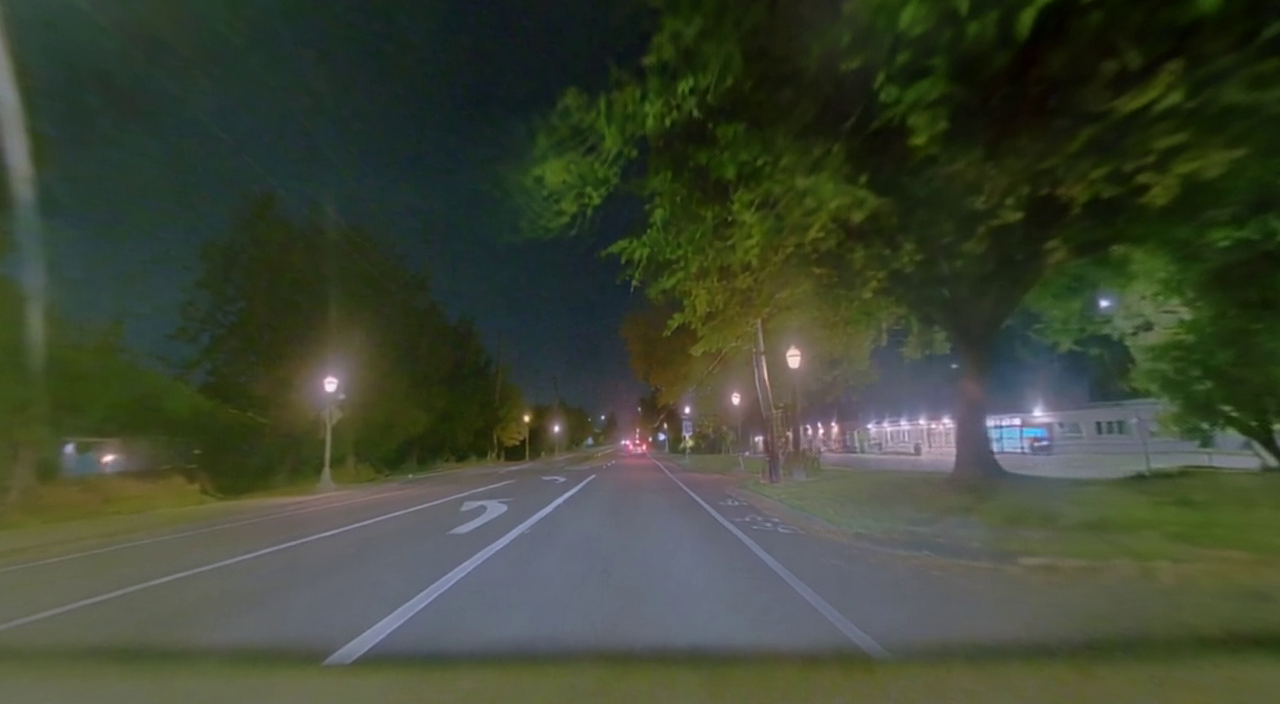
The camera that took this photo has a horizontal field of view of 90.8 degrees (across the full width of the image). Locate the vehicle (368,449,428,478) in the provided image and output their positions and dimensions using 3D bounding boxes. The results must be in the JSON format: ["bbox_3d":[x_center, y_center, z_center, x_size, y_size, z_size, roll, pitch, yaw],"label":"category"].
[{"bbox_3d":[-13.404,6.097,34.850,2.061,1.475,4.357,6,-10,-34],"label":"vehicle"}]
